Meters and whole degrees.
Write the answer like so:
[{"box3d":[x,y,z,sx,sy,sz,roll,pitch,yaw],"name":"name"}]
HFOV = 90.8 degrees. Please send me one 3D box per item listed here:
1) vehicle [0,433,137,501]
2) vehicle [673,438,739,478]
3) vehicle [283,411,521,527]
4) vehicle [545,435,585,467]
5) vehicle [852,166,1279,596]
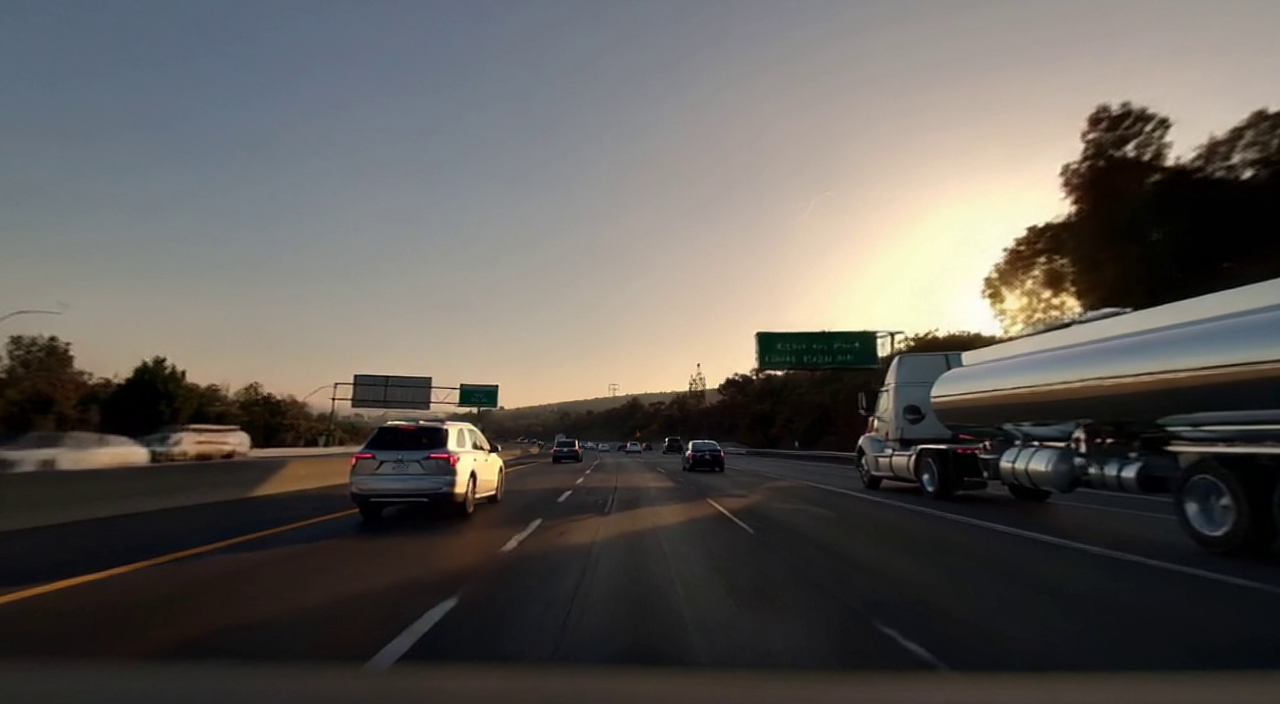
[{"box3d":[-14.987,2.712,15.145,1.890,1.483,4.883,0,-8,-1],"name":"vehicle"},{"box3d":[2.694,4.444,26.760,2.053,1.510,4.400,0,-8,-3],"name":"vehicle"},{"box3d":[-4.343,2.287,13.011,2.684,1.839,5.803,0,-8,0],"name":"vehicle"},{"box3d":[-4.596,6.156,39.316,2.149,1.843,4.348,0,-8,-3],"name":"vehicle"},{"box3d":[7.380,0.887,9.993,3.548,3.827,11.870,0,-8,-2],"name":"vehicle"}]
